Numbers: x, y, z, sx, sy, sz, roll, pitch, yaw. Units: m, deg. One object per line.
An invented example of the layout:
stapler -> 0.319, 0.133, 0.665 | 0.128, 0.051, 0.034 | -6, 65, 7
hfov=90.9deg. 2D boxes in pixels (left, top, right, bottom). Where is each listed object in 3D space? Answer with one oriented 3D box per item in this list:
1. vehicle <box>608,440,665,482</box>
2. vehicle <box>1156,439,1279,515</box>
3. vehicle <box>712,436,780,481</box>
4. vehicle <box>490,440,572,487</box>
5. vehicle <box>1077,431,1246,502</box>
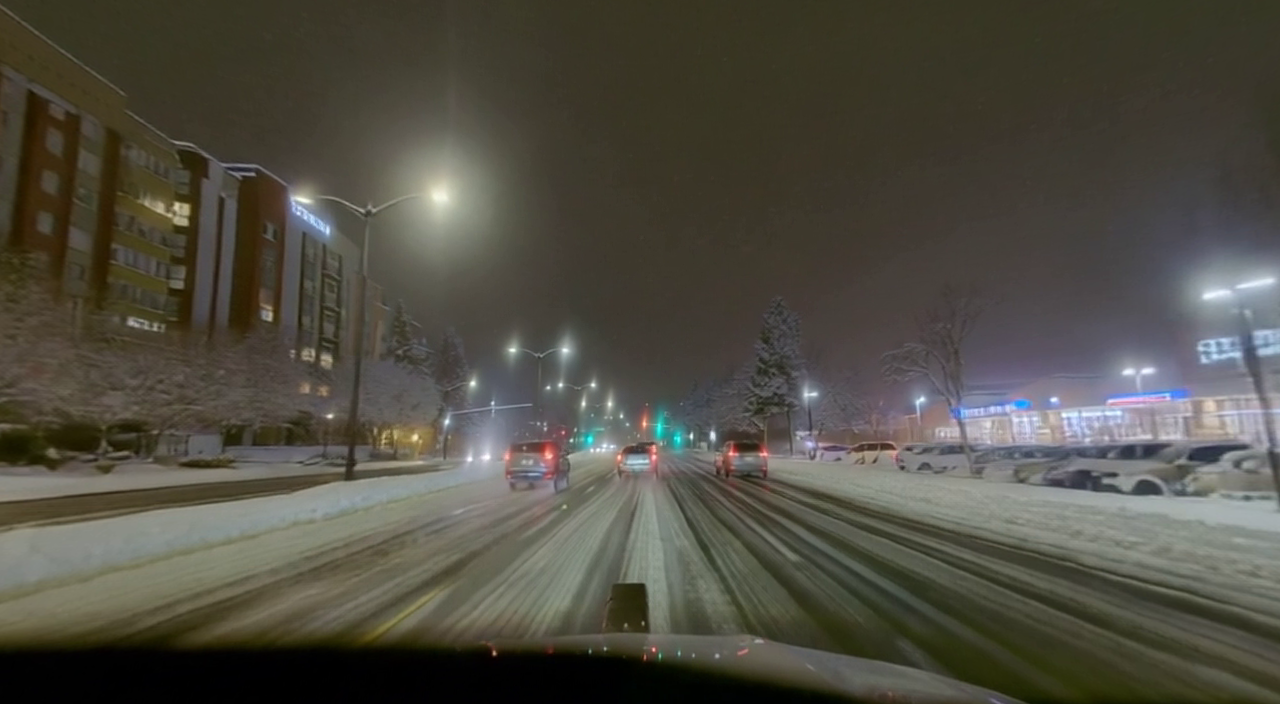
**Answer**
vehicle -> -0.120, 4.206, 24.619 | 2.059, 1.477, 3.988 | 0, -8, 0
vehicle -> 13.701, 2.653, 13.851 | 4.103, 1.434, 2.024 | 4, -9, -27
vehicle -> 4.212, 4.291, 25.705 | 2.007, 1.683, 4.171 | 0, -8, 0
vehicle -> -3.755, 3.947, 22.657 | 2.029, 1.482, 4.591 | 0, -8, 1
vehicle -> 13.941, 2.983, 16.823 | 4.230, 1.645, 1.998 | 5, -10, -30
